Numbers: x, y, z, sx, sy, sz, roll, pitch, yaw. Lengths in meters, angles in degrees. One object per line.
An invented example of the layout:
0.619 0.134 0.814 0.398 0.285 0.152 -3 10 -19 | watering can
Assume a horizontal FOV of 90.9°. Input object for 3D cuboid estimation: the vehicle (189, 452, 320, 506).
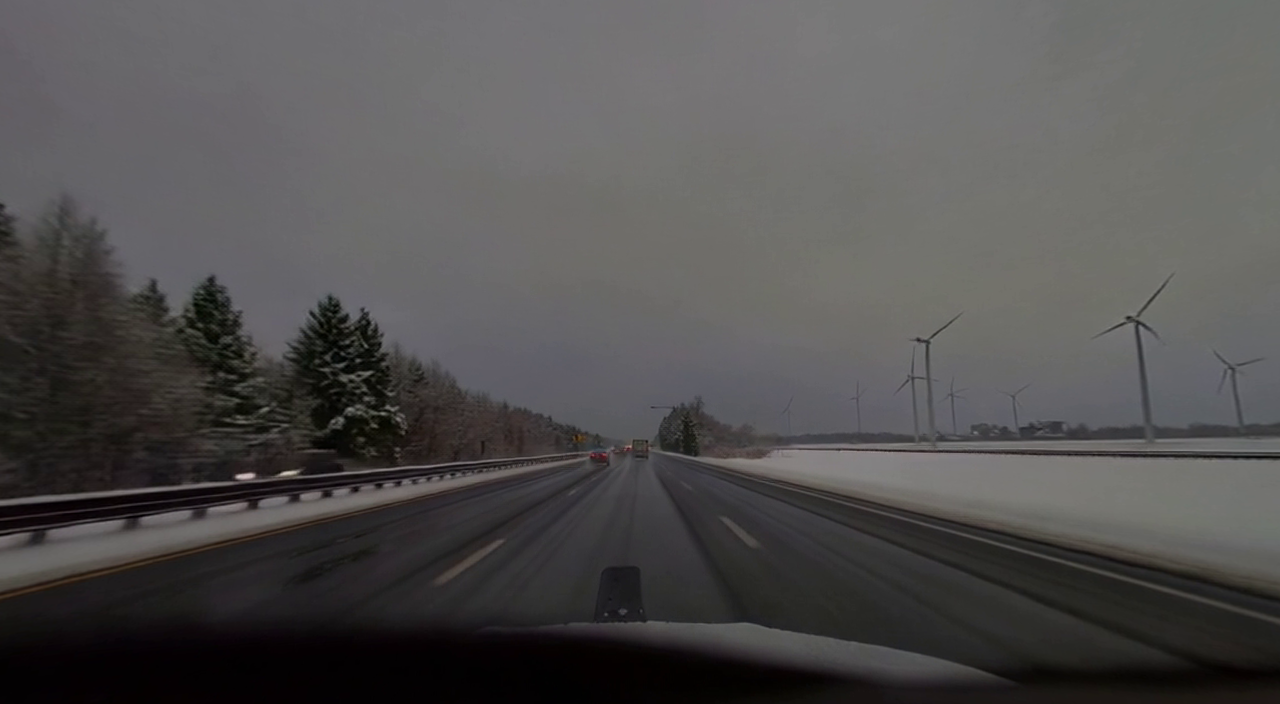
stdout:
-11.966 3.927 19.899 1.669 1.494 3.894 0 -9 -1 | vehicle
